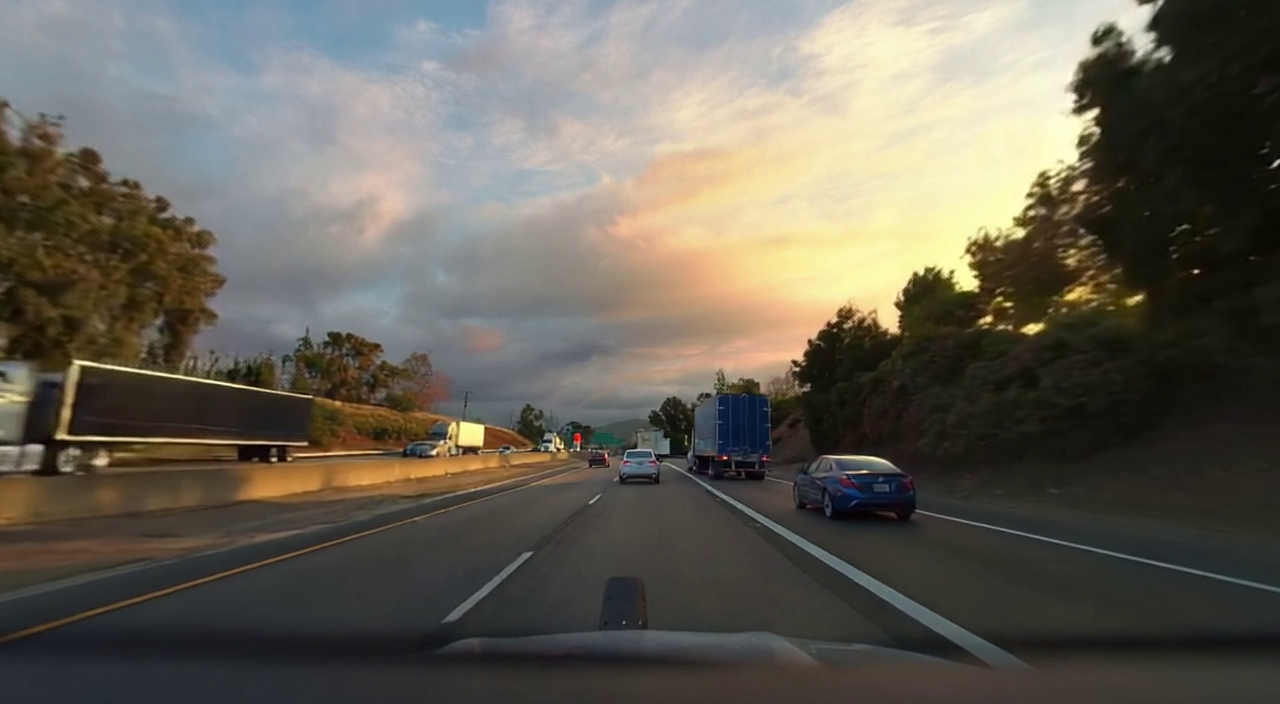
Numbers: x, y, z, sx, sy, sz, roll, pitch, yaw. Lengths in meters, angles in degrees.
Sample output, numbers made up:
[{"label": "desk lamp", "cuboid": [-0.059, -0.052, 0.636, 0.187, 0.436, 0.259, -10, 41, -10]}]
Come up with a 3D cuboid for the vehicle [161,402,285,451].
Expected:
[{"label": "vehicle", "cuboid": [-19.975, 3.709, 30.546, 2.268, 2.025, 5.234, -1, -10, 2]}]

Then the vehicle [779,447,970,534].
[{"label": "vehicle", "cuboid": [4.255, 2.581, 12.360, 2.037, 1.377, 4.407, 0, -9, 0]}]

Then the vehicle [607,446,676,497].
[{"label": "vehicle", "cuboid": [0.046, 3.987, 21.355, 2.089, 1.516, 4.191, 0, -9, 0]}]

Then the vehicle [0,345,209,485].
[{"label": "vehicle", "cuboid": [-19.862, 2.347, 21.526, 2.933, 3.979, 10.057, 0, -9, 1]}]

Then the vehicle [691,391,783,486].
[{"label": "vehicle", "cuboid": [4.699, 4.771, 33.873, 2.877, 4.035, 13.897, 0, -9, 1]}]
